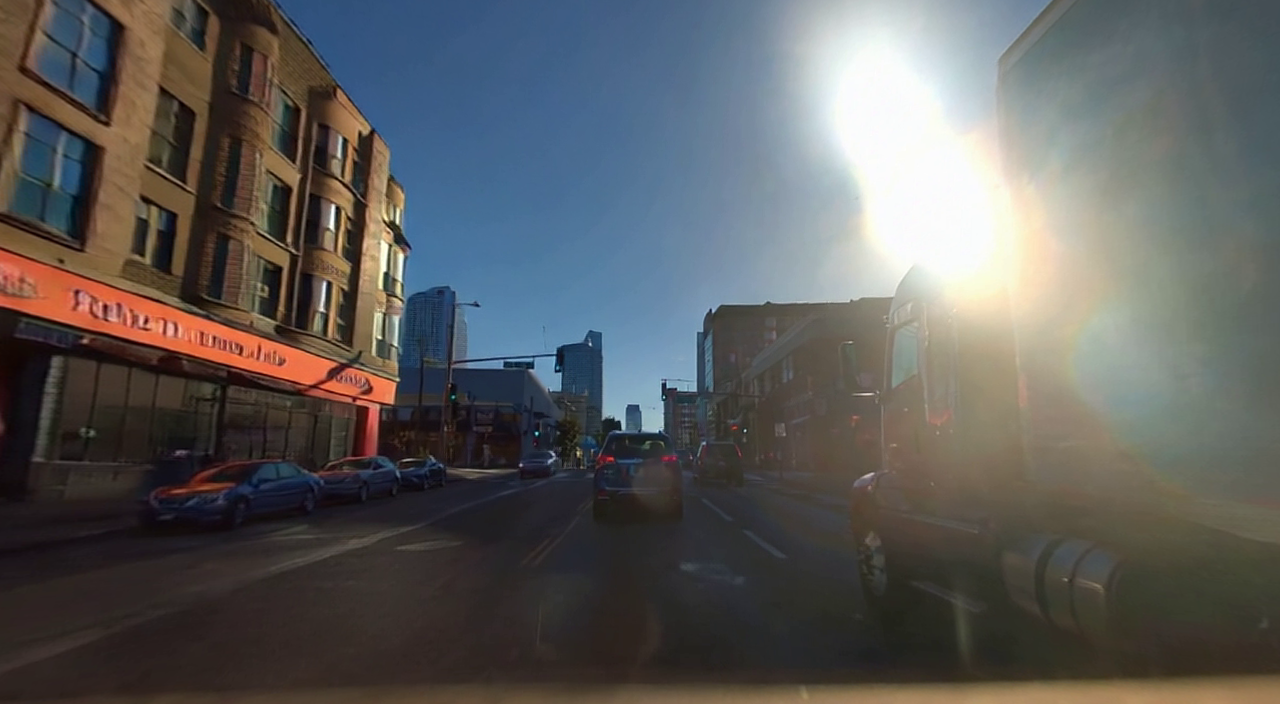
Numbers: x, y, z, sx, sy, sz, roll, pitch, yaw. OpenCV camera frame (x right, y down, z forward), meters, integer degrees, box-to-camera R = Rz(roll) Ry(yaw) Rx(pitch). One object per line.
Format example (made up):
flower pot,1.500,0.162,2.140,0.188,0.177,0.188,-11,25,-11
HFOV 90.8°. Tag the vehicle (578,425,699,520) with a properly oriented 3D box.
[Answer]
vehicle,0.012,2.608,14.228,2.283,1.783,4.548,0,-8,1

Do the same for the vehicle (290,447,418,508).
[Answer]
vehicle,-8.900,3.887,20.179,2.084,1.686,4.422,0,-8,-1

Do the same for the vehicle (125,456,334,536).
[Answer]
vehicle,-8.773,3.065,14.076,1.805,1.379,4.359,0,-8,-2

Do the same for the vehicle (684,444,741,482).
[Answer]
vehicle,3.406,5.280,30.453,2.159,1.696,4.316,0,-8,-1

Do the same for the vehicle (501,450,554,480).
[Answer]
vehicle,-5.902,5.994,33.785,1.947,1.462,4.640,0,-8,1

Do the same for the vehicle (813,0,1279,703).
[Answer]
vehicle,3.289,-0.191,1.759,2.913,3.771,9.716,0,-8,0
